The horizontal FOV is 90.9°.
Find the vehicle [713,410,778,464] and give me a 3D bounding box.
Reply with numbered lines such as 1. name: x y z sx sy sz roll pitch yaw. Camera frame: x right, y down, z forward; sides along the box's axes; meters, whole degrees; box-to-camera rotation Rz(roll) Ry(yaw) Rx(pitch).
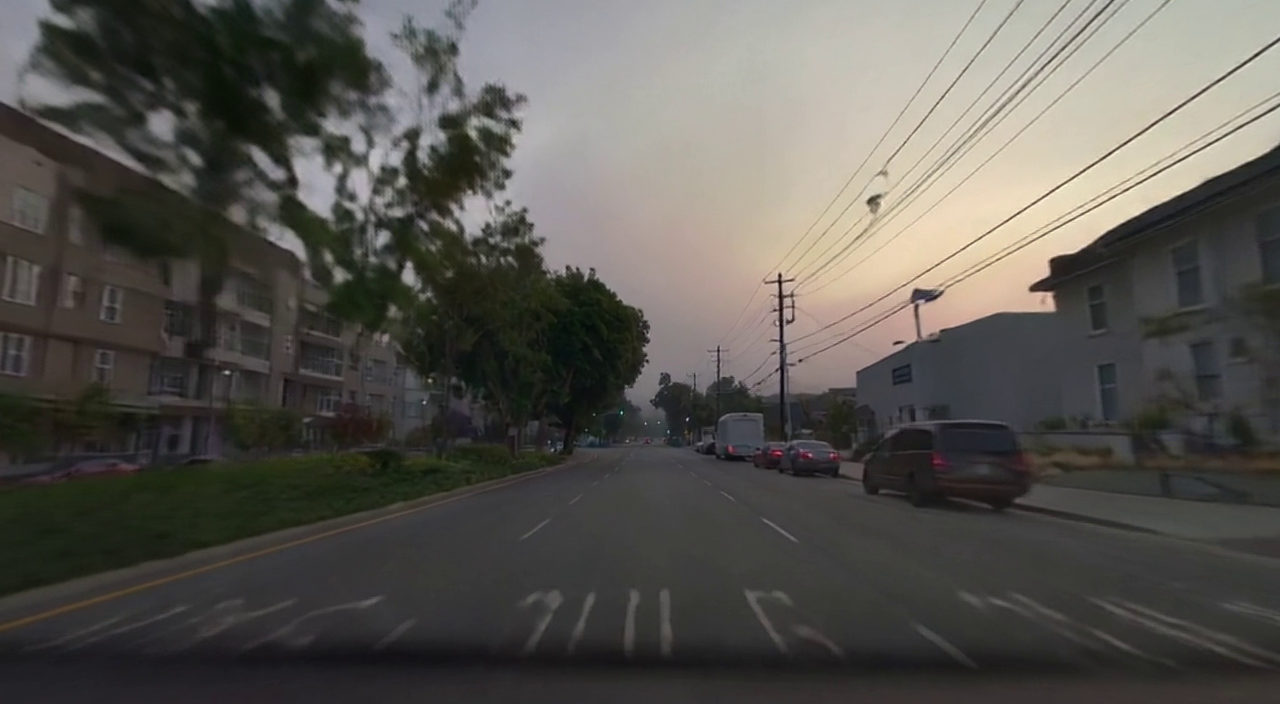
1. vehicle: 7.081 6.011 43.744 2.761 3.342 8.958 0 -9 -1

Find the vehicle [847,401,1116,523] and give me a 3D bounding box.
1. vehicle: 6.865 2.333 13.910 2.563 2.090 6.077 0 -8 1

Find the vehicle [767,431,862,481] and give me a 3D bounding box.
1. vehicle: 7.086 4.301 26.313 2.258 1.845 5.381 0 -8 -2

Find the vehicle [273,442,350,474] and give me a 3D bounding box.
1. vehicle: -22.050 7.243 42.597 2.327 2.006 5.039 0 -11 1

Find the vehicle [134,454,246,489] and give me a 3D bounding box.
1. vehicle: -22.160 5.874 31.323 1.778 1.533 4.967 0 -8 2

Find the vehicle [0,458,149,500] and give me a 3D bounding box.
1. vehicle: -22.277 4.975 24.983 1.907 1.404 4.413 0 -8 2

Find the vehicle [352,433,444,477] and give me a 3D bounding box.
1. vehicle: -11.894 5.091 31.430 2.418 1.978 5.196 0 -8 1
